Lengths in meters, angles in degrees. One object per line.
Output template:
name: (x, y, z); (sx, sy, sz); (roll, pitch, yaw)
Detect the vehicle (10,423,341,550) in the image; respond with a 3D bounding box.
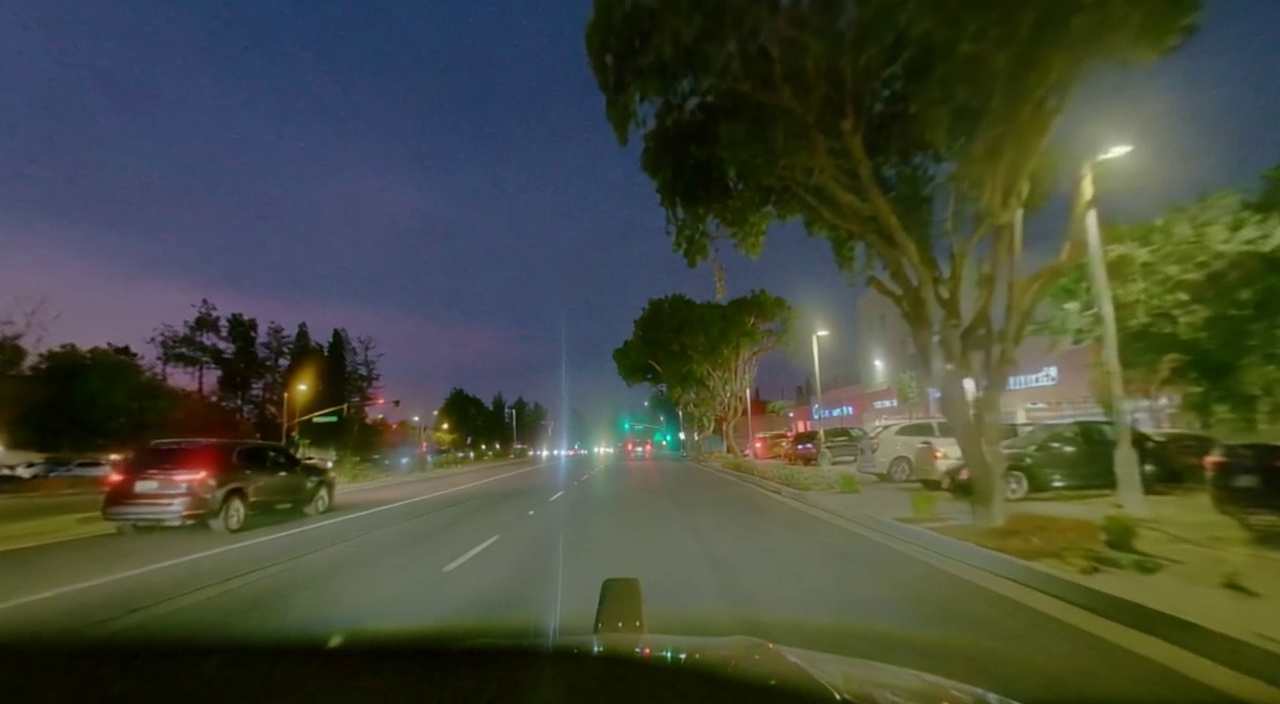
vehicle: (-7.224, 2.116, 10.689); (2.038, 1.649, 4.665); (0, -9, 0)

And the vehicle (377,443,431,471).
vehicle: (-16.497, 7.352, 44.396); (2.127, 1.716, 4.548); (-4, -8, -1)

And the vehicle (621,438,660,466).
vehicle: (-0.049, 5.597, 35.405); (2.061, 1.469, 3.954); (0, -9, -2)

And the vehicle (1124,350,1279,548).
vehicle: (8.721, 0.928, 6.295); (5.895, 1.980, 2.315); (-7, -11, 33)

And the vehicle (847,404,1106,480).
vehicle: (9.294, 2.552, 17.929); (5.976, 1.994, 2.295); (0, -8, 0)
